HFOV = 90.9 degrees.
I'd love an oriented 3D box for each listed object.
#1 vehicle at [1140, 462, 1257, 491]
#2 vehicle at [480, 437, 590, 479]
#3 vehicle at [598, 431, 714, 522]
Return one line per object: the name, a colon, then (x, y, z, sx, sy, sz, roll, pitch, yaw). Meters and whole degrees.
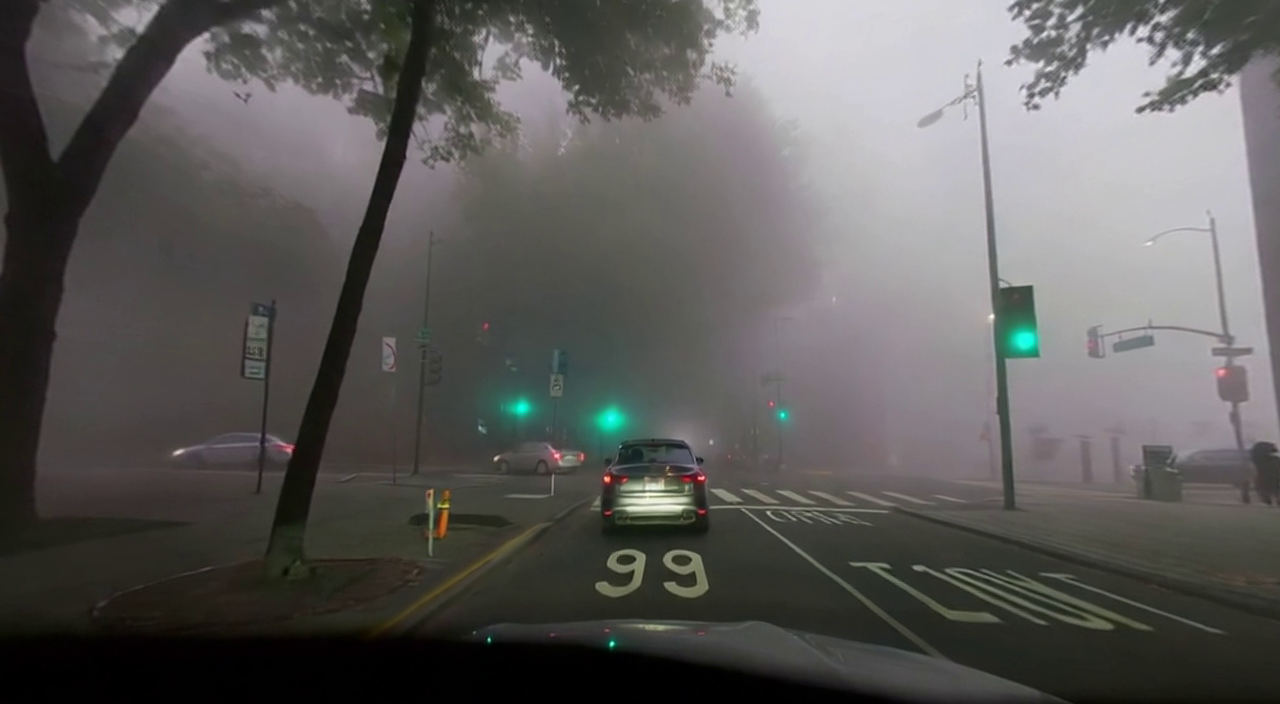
vehicle: (30.533, 6.793, 34.541, 4.668, 1.441, 1.904, 0, -9, -4)
vehicle: (-4.235, 4.192, 25.073, 4.282, 1.519, 2.077, -8, -12, 41)
vehicle: (0.378, 2.546, 13.342, 2.079, 1.621, 3.861, -1, -9, 3)
